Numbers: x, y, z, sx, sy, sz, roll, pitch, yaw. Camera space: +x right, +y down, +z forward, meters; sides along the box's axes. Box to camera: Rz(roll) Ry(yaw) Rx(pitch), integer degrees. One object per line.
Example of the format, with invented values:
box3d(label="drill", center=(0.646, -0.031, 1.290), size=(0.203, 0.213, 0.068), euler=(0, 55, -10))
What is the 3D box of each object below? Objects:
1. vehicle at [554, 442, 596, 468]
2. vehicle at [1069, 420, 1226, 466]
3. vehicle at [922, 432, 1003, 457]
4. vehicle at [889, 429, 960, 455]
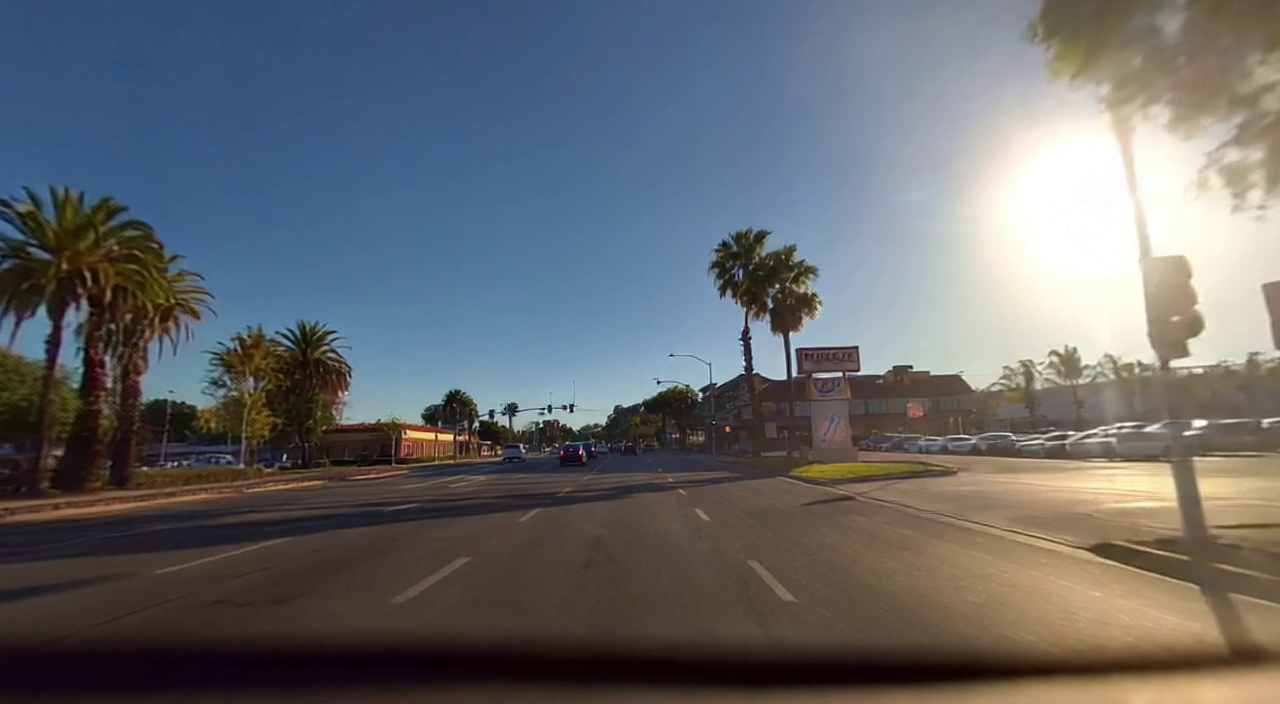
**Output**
box3d(label="vehicle", center=(-3.897, 6.277, 38.740), size=(2.181, 1.483, 4.123), euler=(0, -9, -1))
box3d(label="vehicle", center=(20.599, 3.759, 25.919), size=(4.548, 1.741, 1.971), euler=(-4, -10, 25))
box3d(label="vehicle", center=(21.101, 6.083, 41.428), size=(4.505, 1.584, 2.015), euler=(-5, -10, 27))
box3d(label="vehicle", center=(21.366, 6.815, 47.450), size=(4.600, 1.677, 1.980), euler=(-7, -11, 25))
